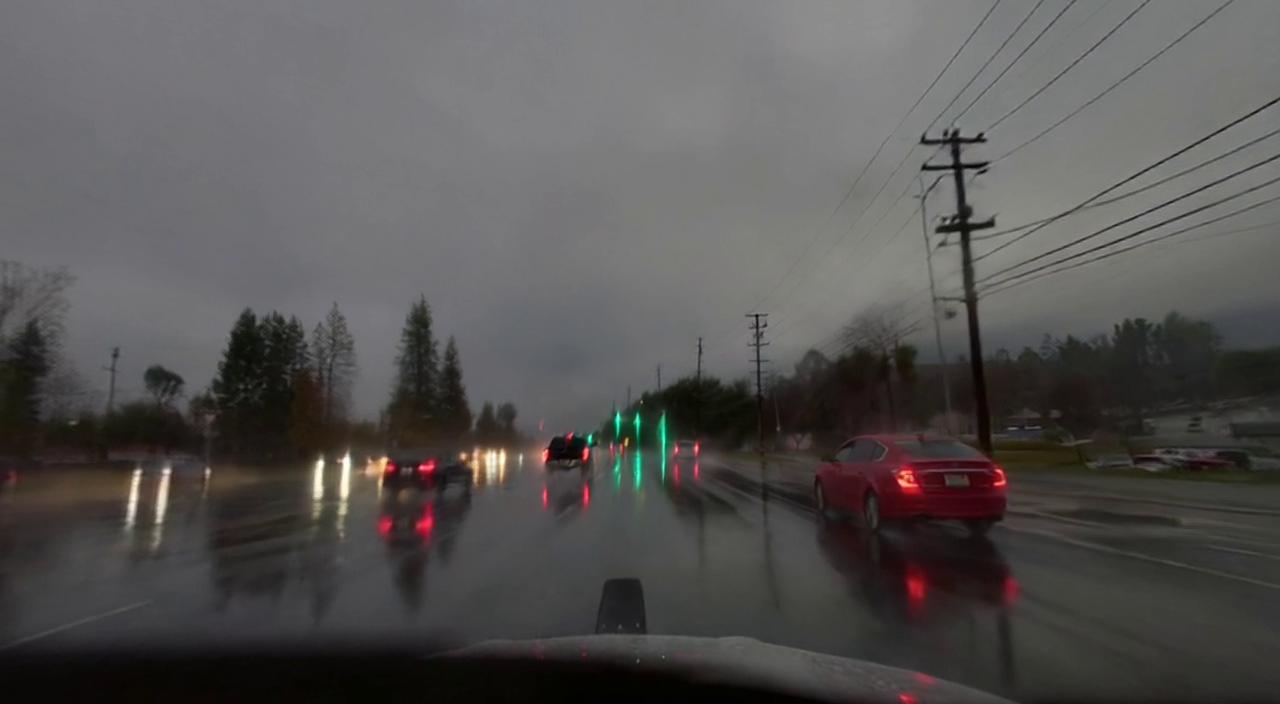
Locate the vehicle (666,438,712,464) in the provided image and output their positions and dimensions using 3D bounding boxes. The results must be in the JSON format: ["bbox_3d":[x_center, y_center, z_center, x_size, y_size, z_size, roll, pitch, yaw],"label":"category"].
[{"bbox_3d":[2.850,5.922,37.911,2.071,1.435,4.226,0,-8,-5],"label":"vehicle"}]

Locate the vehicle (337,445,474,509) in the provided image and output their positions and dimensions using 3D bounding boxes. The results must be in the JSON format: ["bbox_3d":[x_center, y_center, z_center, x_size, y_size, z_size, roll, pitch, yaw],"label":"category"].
[{"bbox_3d":[-6.298,3.378,17.674,2.035,1.497,4.723,-1,-8,0],"label":"vehicle"}]

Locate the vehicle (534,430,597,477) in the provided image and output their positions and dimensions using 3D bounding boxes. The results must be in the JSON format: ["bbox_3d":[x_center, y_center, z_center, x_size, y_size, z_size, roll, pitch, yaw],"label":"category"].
[{"bbox_3d":[-3.438,4.840,30.367,2.467,1.991,6.089,0,-8,-2],"label":"vehicle"}]

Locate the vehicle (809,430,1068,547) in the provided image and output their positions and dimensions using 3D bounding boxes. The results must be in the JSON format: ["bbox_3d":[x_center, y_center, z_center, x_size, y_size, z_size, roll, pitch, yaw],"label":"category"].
[{"bbox_3d":[4.348,2.039,10.220,1.840,1.428,4.602,0,-8,-1],"label":"vehicle"}]

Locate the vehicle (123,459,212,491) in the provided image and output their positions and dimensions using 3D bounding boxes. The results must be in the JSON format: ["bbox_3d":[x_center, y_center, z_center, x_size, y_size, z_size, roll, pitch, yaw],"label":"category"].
[{"bbox_3d":[-28.778,7.497,38.674,1.911,1.701,4.473,-1,-8,0],"label":"vehicle"}]

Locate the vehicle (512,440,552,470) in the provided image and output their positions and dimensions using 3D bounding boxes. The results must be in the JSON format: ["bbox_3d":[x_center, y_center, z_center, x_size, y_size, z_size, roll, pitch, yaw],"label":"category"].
[{"bbox_3d":[-7.440,7.176,43.866,2.169,1.865,4.739,3,-11,-3],"label":"vehicle"}]
